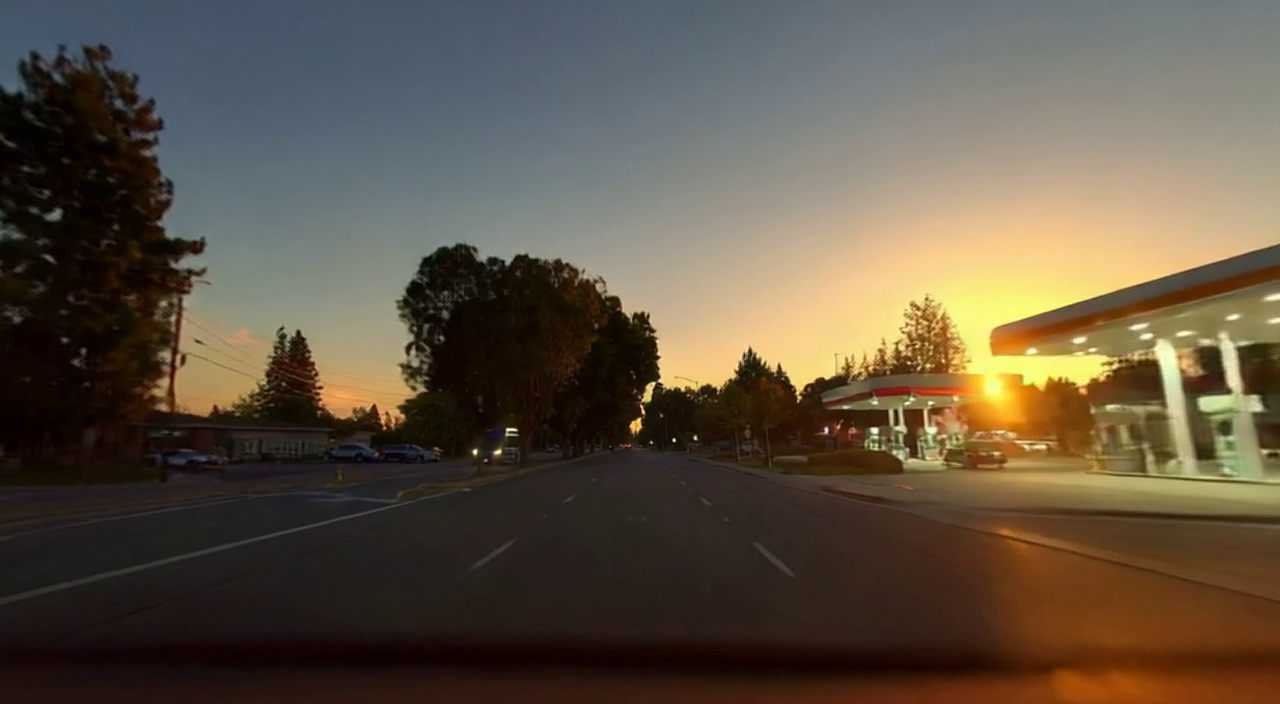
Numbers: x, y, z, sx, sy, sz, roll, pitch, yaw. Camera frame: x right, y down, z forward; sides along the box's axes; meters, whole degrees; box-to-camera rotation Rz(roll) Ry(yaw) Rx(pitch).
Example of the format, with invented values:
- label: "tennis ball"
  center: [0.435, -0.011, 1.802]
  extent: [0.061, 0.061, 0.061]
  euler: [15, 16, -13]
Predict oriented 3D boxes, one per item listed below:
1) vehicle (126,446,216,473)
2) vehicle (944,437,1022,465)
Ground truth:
- label: "vehicle"
  center: [-31.036, 7.091, 41.895]
  extent: [4.290, 1.701, 2.002]
  euler: [0, -9, -4]
- label: "vehicle"
  center: [19.245, 5.579, 35.669]
  extent: [1.994, 1.452, 4.227]
  euler: [0, -8, 0]
